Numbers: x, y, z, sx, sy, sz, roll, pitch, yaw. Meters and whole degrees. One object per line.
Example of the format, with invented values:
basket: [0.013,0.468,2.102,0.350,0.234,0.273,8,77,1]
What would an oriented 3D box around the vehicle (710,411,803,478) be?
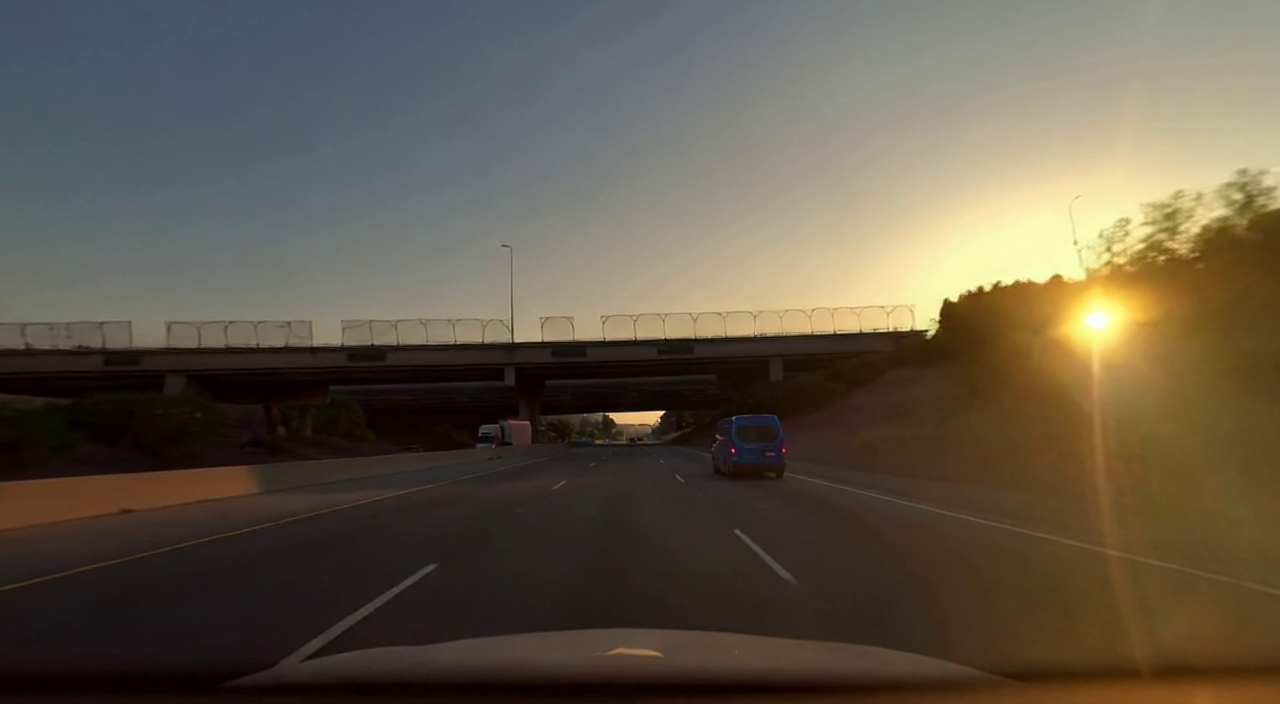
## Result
vehicle: [3.839,3.156,21.628,2.161,2.002,4.631,-1,-8,-2]
